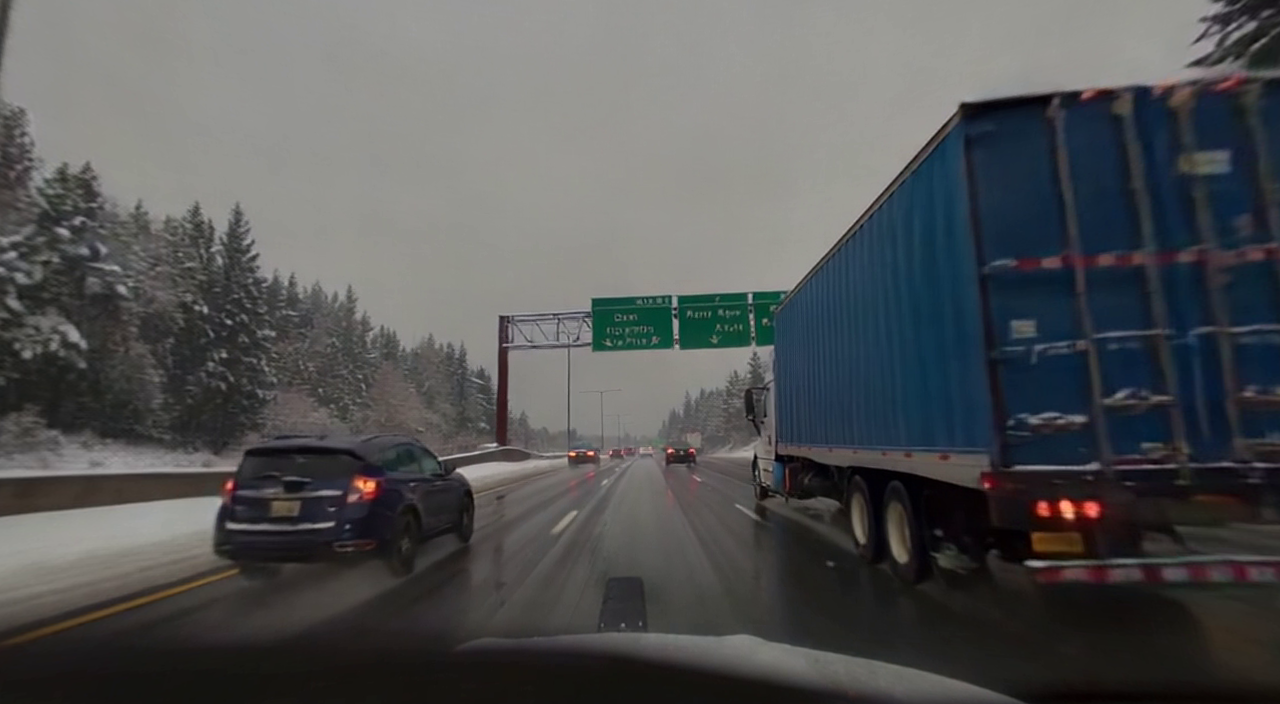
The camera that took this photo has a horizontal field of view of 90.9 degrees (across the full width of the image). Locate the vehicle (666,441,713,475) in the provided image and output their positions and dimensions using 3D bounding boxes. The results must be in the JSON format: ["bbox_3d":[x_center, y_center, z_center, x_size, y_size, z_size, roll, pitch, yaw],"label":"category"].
[{"bbox_3d":[2.335,5.026,30.099,2.040,1.461,4.822,-1,-8,3],"label":"vehicle"}]

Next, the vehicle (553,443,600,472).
[{"bbox_3d":[-3.459,5.838,35.129,2.099,1.494,4.504,-1,-8,1],"label":"vehicle"}]

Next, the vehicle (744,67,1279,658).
[{"bbox_3d":[3.998,0.751,9.695,2.985,3.895,11.239,-1,-8,1],"label":"vehicle"}]

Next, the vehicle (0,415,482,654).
[{"bbox_3d":[-3.406,1.608,6.849,1.974,1.589,5.047,-1,-8,1],"label":"vehicle"}]
